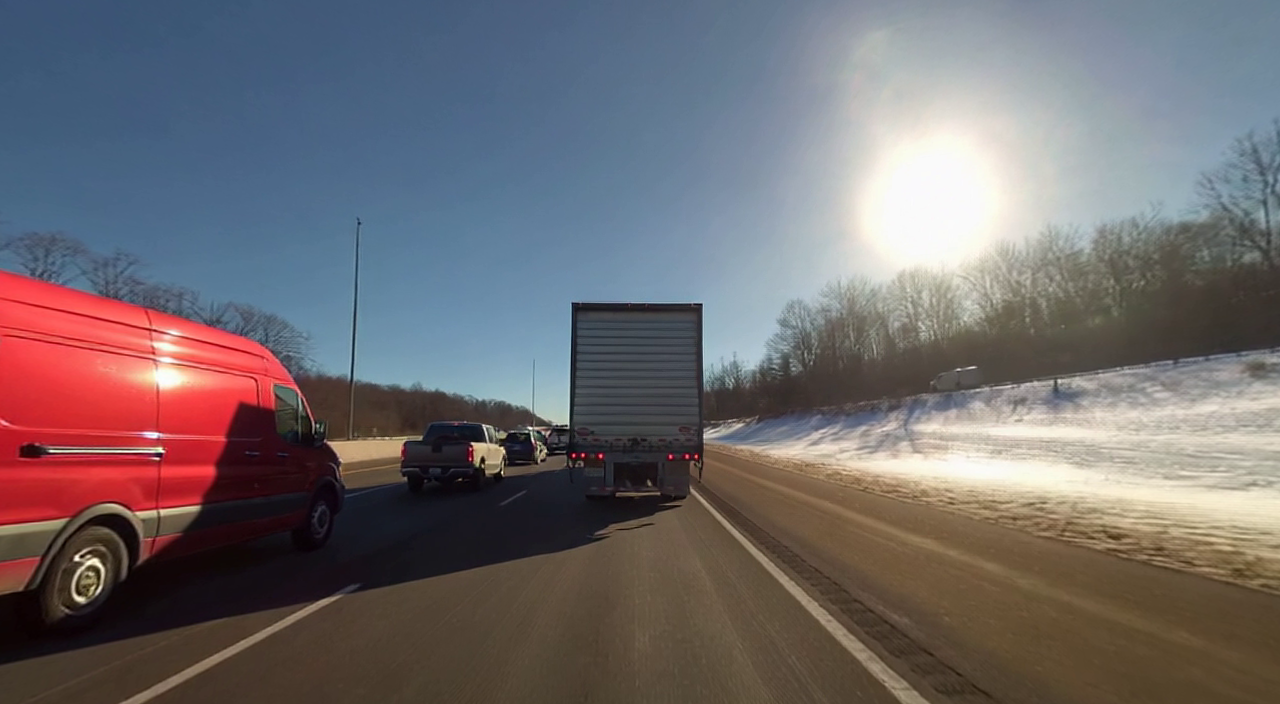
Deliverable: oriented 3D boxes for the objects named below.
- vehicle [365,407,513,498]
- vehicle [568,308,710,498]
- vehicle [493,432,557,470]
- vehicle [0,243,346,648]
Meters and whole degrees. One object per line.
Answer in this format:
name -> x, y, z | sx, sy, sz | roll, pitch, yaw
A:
vehicle -> -4.921, 2.550, 16.321 | 2.168, 1.985, 4.952 | 0, -8, 0
vehicle -> -0.040, 1.724, 18.385 | 2.953, 4.041, 10.072 | 0, -8, 0
vehicle -> -4.903, 4.274, 27.480 | 1.931, 1.539, 4.441 | 0, -8, 0
vehicle -> -5.257, 0.829, 5.736 | 2.478, 2.515, 5.438 | 0, -8, 0
